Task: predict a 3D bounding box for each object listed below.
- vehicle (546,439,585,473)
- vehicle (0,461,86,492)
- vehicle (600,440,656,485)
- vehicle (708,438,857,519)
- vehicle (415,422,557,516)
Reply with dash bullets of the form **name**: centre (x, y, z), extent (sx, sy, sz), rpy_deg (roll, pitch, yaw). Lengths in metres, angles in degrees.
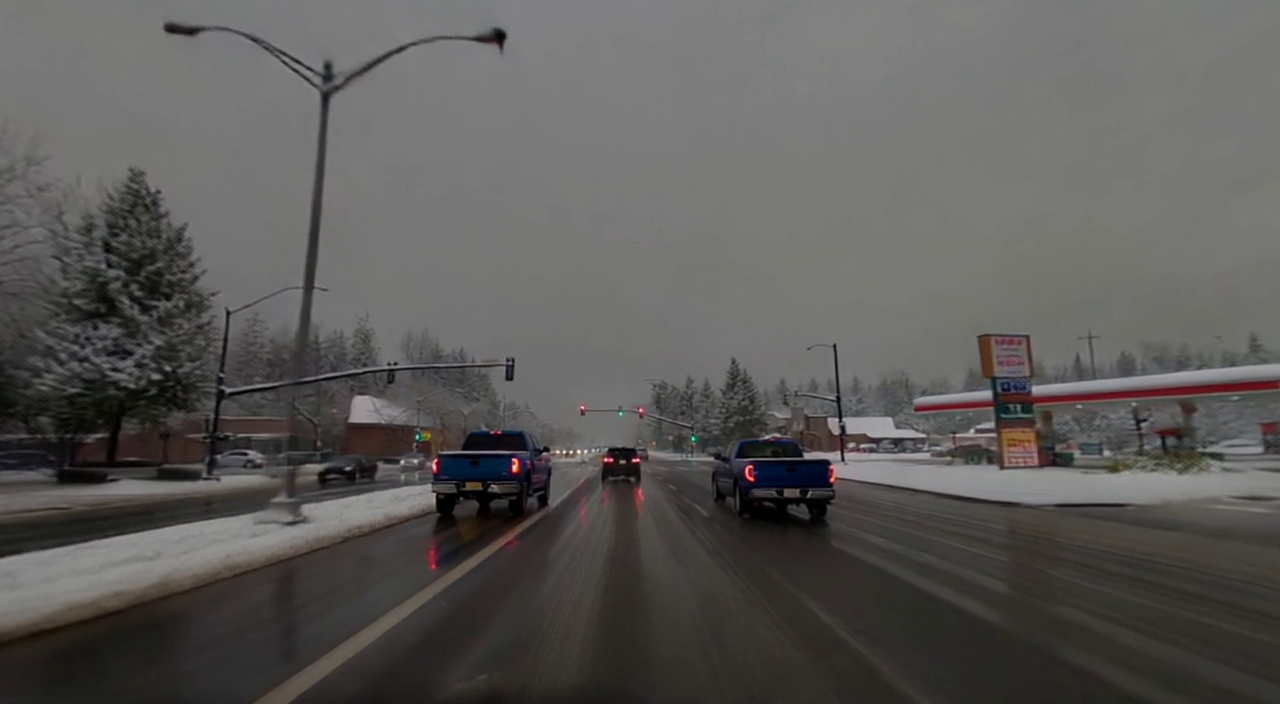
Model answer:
- **vehicle**: centre (-4.839, 6.661, 40.827), extent (2.321, 2.026, 5.307), rpy_deg (1, -9, -7)
- **vehicle**: centre (-36.016, 7.323, 37.265), extent (1.929, 1.636, 4.589), rpy_deg (-7, -11, 38)
- **vehicle**: centre (-0.499, 4.349, 25.134), extent (2.029, 1.605, 3.827), rpy_deg (0, -8, -2)
- **vehicle**: centre (2.878, 2.675, 13.956), extent (2.061, 1.487, 4.462), rpy_deg (0, -8, -3)
- **vehicle**: centre (-3.519, 2.808, 15.808), extent (2.195, 1.905, 5.634), rpy_deg (0, -8, -1)
